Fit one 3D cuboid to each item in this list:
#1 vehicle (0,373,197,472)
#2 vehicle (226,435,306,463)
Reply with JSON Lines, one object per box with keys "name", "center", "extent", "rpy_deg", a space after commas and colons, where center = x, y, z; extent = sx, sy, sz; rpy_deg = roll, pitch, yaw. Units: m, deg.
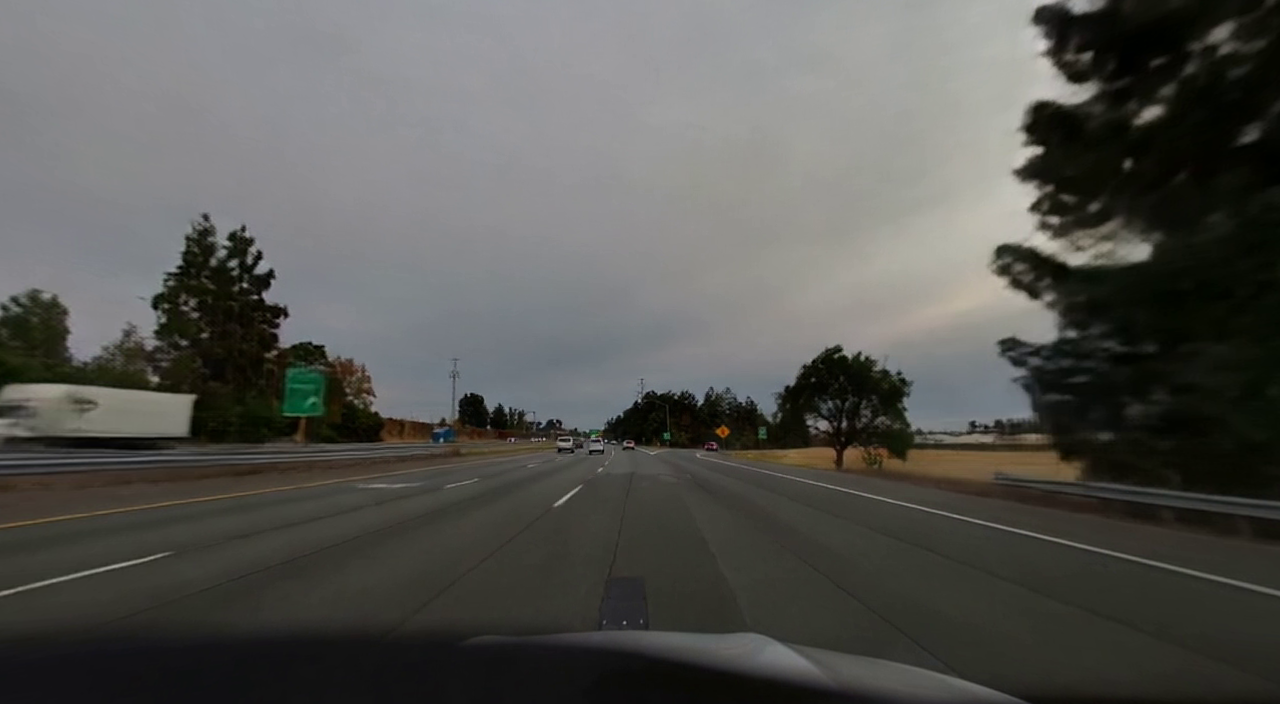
{"name": "vehicle", "center": [-24.758, 3.282, 28.048], "extent": [2.936, 3.664, 9.492], "rpy_deg": [0, -8, -1]}
{"name": "vehicle", "center": [-20.929, 5.438, 35.337], "extent": [1.853, 1.492, 4.330], "rpy_deg": [0, -8, 0]}
